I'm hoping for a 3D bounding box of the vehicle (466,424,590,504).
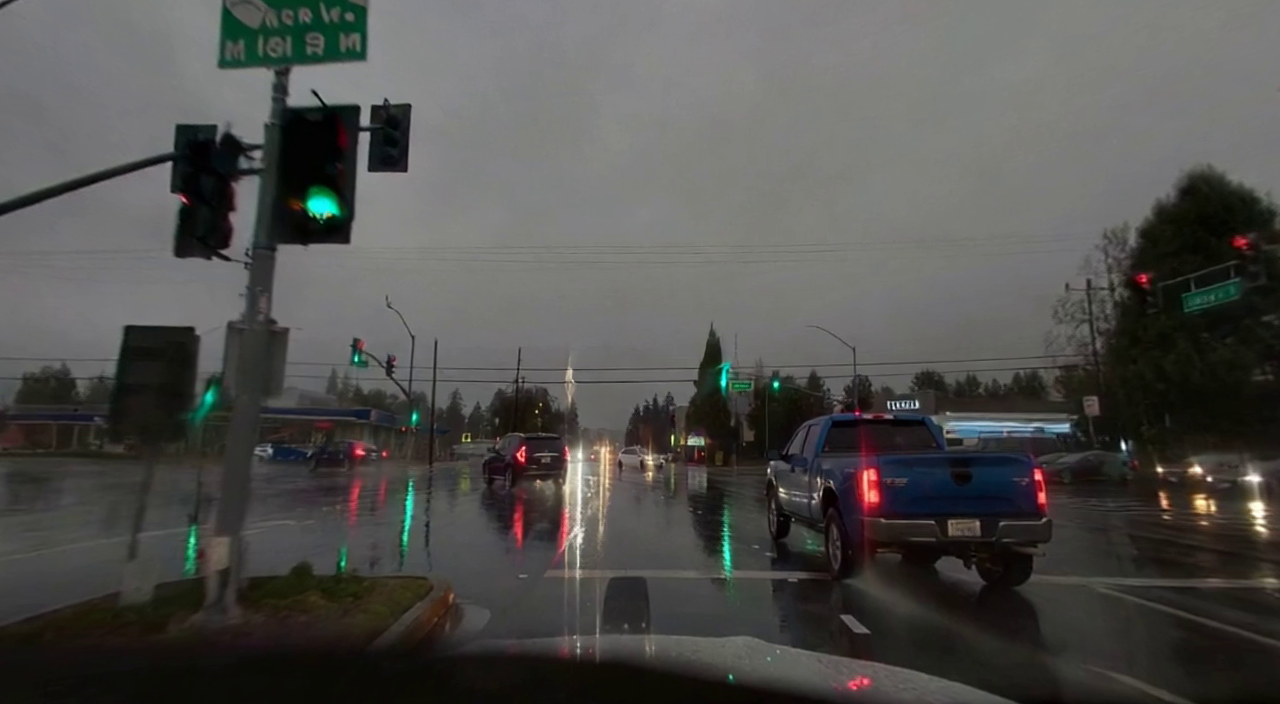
[{"bbox_3d":[-3.232,2.978,17.270,2.141,1.842,4.889,4,-9,-24],"label":"vehicle"}]

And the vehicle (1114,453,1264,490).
[{"bbox_3d":[22.912,4.977,26.427,4.426,1.455,1.980,0,-8,-1],"label":"vehicle"}]

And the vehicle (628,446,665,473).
[{"bbox_3d":[0.370,7.380,43.454,1.977,1.726,4.721,1,-8,-7],"label":"vehicle"}]

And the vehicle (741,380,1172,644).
[{"bbox_3d":[2.622,1.486,7.046,2.036,1.818,5.192,0,-8,-1],"label":"vehicle"}]

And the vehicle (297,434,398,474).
[{"bbox_3d":[-13.885,4.810,29.871,4.498,1.725,1.921,-5,-10,28],"label":"vehicle"}]
